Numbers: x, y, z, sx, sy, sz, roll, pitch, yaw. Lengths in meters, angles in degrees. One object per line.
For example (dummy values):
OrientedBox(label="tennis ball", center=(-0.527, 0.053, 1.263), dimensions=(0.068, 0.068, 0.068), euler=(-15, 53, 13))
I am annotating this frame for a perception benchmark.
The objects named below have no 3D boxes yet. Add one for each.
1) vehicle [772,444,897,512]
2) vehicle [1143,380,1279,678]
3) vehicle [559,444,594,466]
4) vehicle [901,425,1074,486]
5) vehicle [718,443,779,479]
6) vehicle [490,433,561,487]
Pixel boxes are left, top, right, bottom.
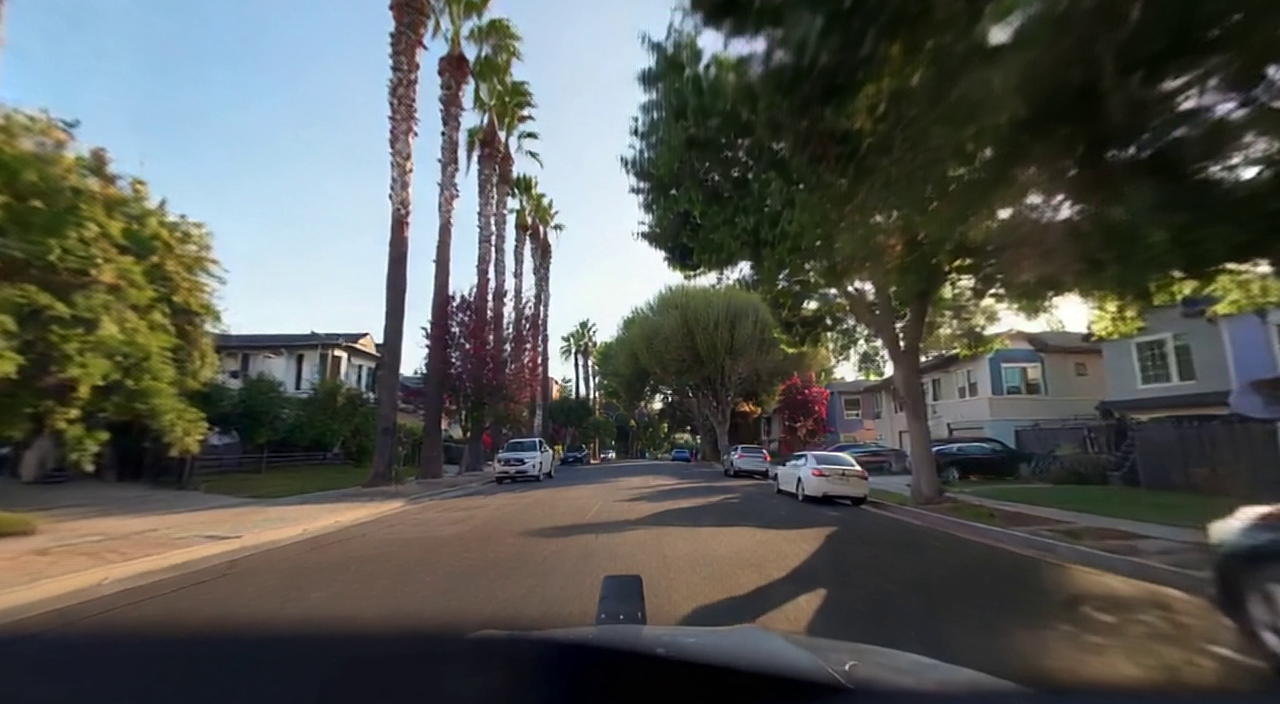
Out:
OrientedBox(label="vehicle", center=(5.041, 3.286, 17.078), dimensions=(2.056, 1.464, 4.493), euler=(3, -8, 1))
OrientedBox(label="vehicle", center=(5.036, 0.913, 2.335), dimensions=(2.131, 1.824, 5.229), euler=(3, -8, 1))
OrientedBox(label="vehicle", center=(-4.742, 7.766, 47.720), dimensions=(2.079, 1.486, 4.877), euler=(-2, -8, 0))
OrientedBox(label="vehicle", center=(11.842, 3.550, 21.817), dimensions=(4.621, 1.591, 2.090), euler=(-5, -8, -1))
OrientedBox(label="vehicle", center=(4.944, 5.015, 29.403), dimensions=(1.991, 1.554, 4.501), euler=(0, -8, -1))
OrientedBox(label="vehicle", center=(-4.513, 4.329, 25.709), dimensions=(2.149, 1.877, 5.082), euler=(-1, -8, -2))
